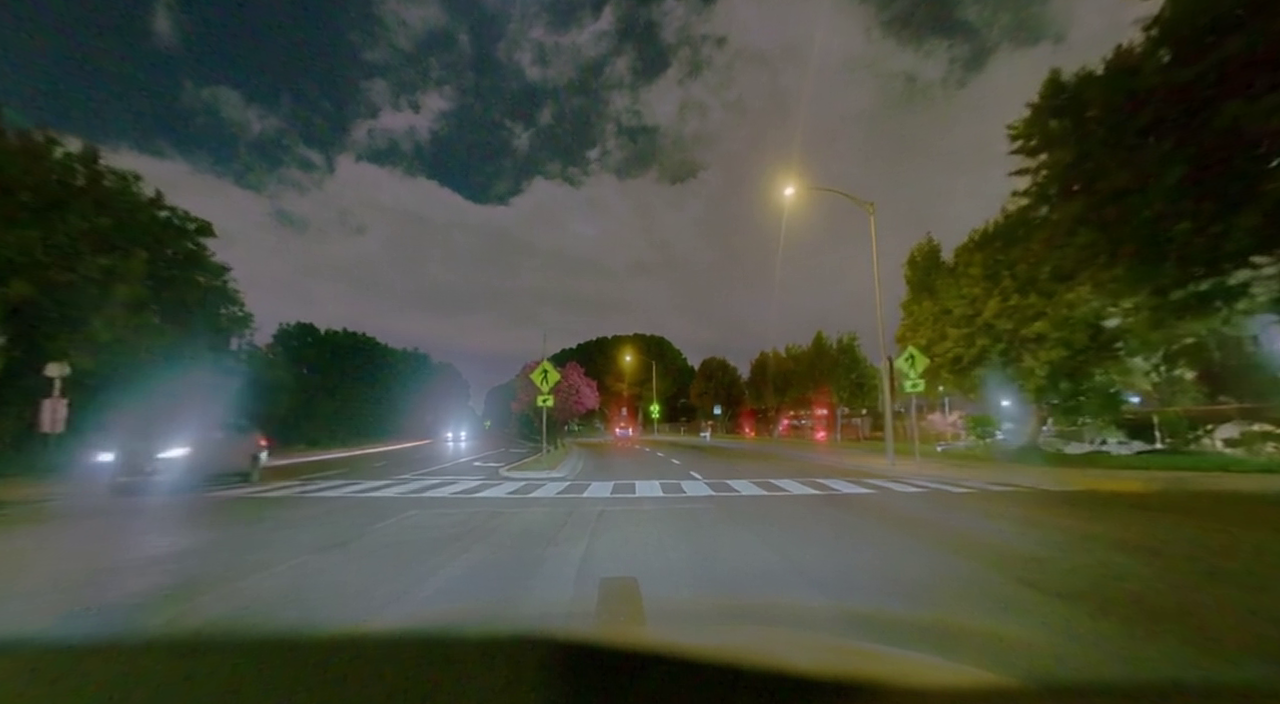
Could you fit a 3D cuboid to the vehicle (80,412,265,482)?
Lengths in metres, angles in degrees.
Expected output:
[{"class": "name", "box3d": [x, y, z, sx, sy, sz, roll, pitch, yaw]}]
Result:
[{"class": "vehicle", "box3d": [-14.605, 3.030, 20.132, 2.182, 1.933, 4.940, 1, -8, -2]}]
